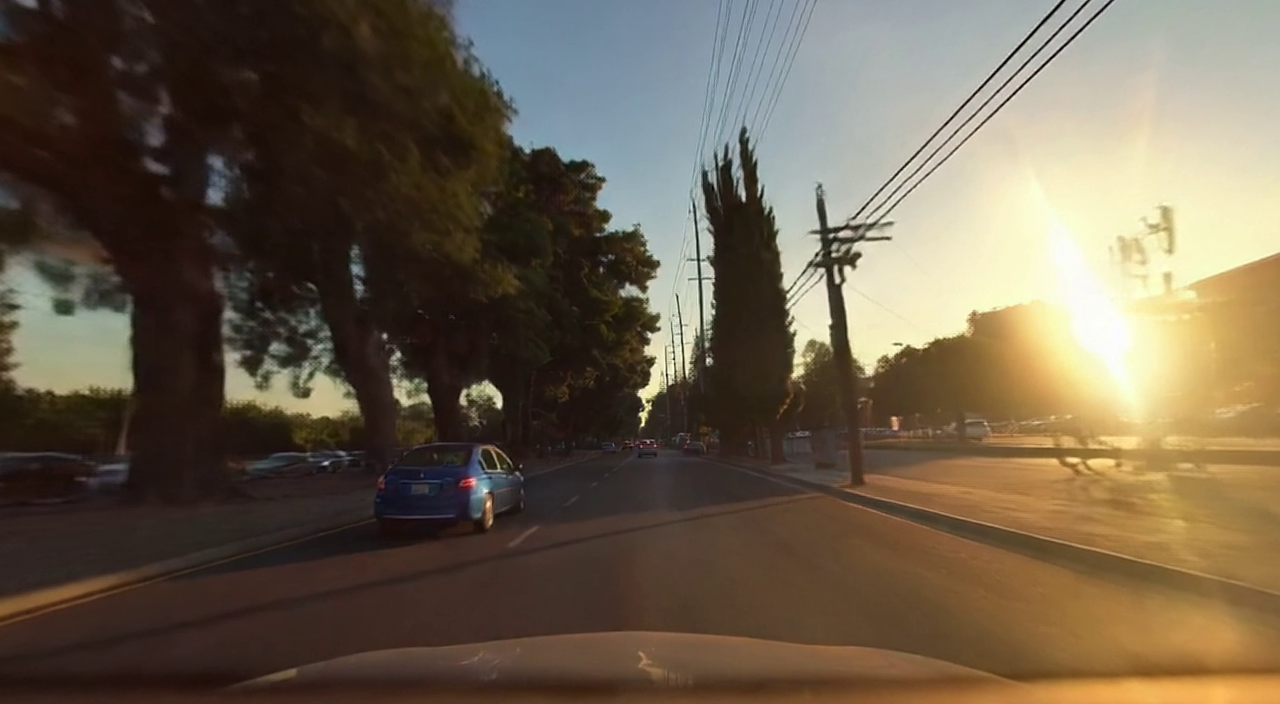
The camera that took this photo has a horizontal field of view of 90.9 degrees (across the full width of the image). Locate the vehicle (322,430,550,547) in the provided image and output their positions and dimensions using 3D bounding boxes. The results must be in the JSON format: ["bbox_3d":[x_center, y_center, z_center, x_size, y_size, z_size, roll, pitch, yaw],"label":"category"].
[{"bbox_3d":[-2.975,2.113,10.566,2.087,1.480,4.825,0,-8,2],"label":"vehicle"}]

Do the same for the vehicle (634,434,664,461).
[{"bbox_3d":[0.593,6.936,45.659,2.060,1.845,4.151,0,-8,0],"label":"vehicle"}]

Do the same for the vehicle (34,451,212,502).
[{"bbox_3d":[-17.363,4.176,21.597,1.988,1.491,4.768,0,-8,2],"label":"vehicle"}]

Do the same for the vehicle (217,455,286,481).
[{"bbox_3d":[-25.649,7.663,41.841,1.833,1.510,4.388,0,-8,-2],"label":"vehicle"}]

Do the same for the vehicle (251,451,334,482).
[{"bbox_3d":[-18.528,6.106,33.899,1.979,1.470,4.571,0,-8,-1],"label":"vehicle"}]
